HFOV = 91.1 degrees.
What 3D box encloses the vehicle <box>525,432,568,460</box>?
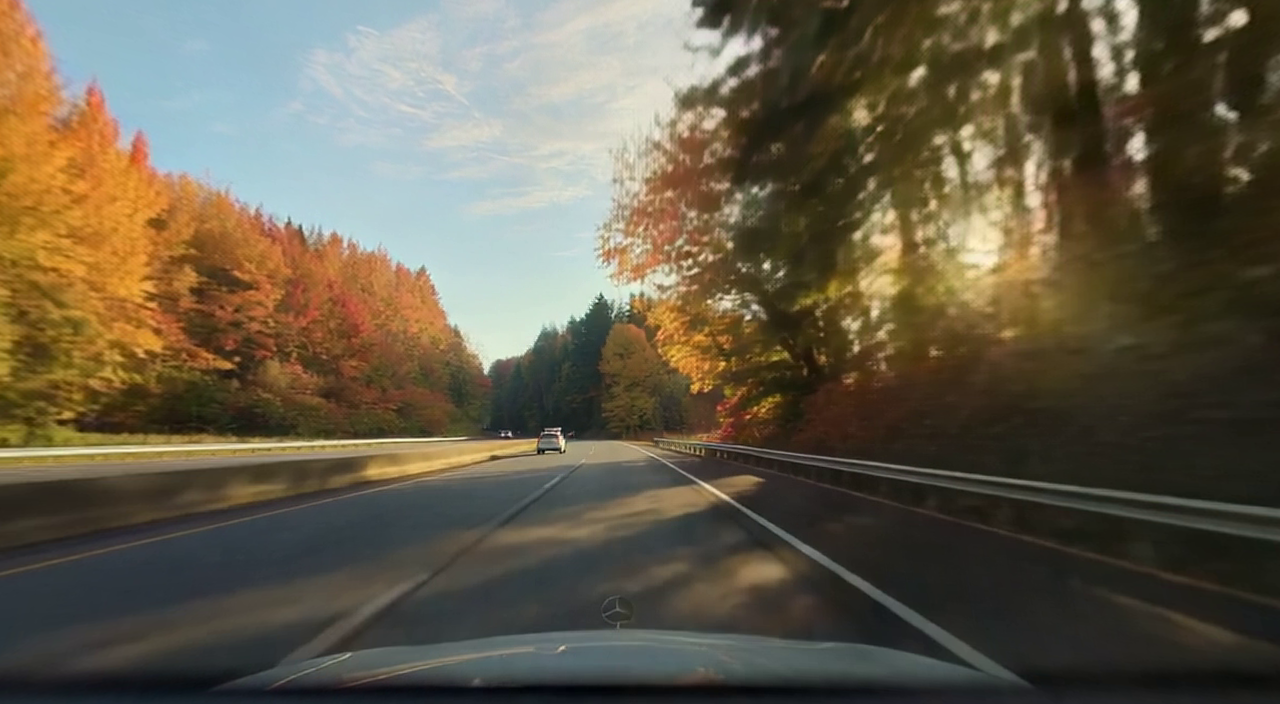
[{"bbox_3d":[-5.519,5.607,37.692,2.073,1.559,4.393,0,-8,-2],"label":"vehicle"}]
